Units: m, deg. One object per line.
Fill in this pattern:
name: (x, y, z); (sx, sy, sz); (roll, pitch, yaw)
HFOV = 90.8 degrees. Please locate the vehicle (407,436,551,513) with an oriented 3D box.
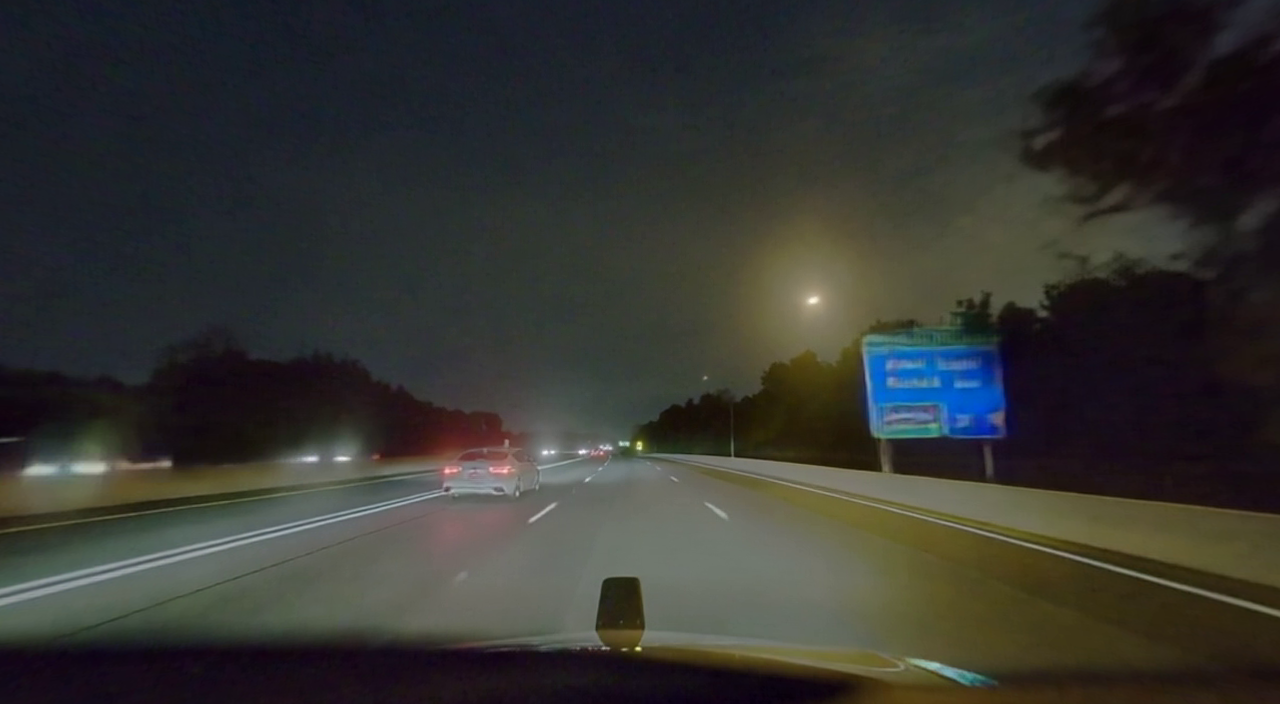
vehicle: (-3.679, 2.914, 15.555); (2.184, 1.574, 5.004); (0, -9, 0)

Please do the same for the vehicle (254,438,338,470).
vehicle: (-17.827, 5.304, 32.934); (1.921, 1.526, 4.441); (0, -9, -1)
